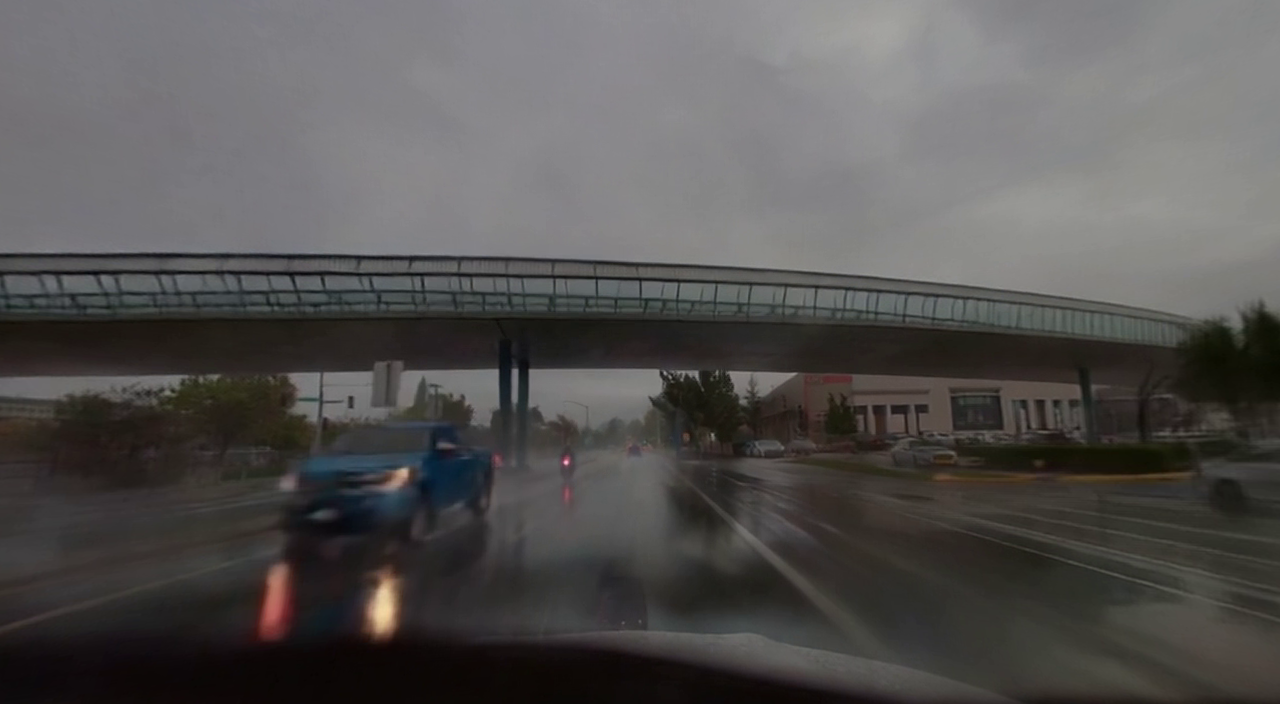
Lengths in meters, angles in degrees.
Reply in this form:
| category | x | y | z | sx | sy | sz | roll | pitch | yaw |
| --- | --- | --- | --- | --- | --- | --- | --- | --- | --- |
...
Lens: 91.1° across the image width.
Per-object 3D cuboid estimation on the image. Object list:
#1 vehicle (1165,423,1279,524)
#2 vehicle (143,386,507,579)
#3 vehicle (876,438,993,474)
| category | x | y | z | sx | sy | sz | roll | pitch | yaw |
| --- | --- | --- | --- | --- | --- | --- | --- | --- | --- |
| vehicle | 11.629 | 1.961 | 10.232 | 2.189 | 1.510 | 4.458 | -6 | -8 | 0 |
| vehicle | -3.975 | 1.819 | 9.649 | 2.468 | 1.993 | 5.840 | -1 | -9 | 1 |
| vehicle | 14.398 | 5.064 | 30.970 | 2.078 | 1.523 | 4.760 | 2 | -7 | -34 |
